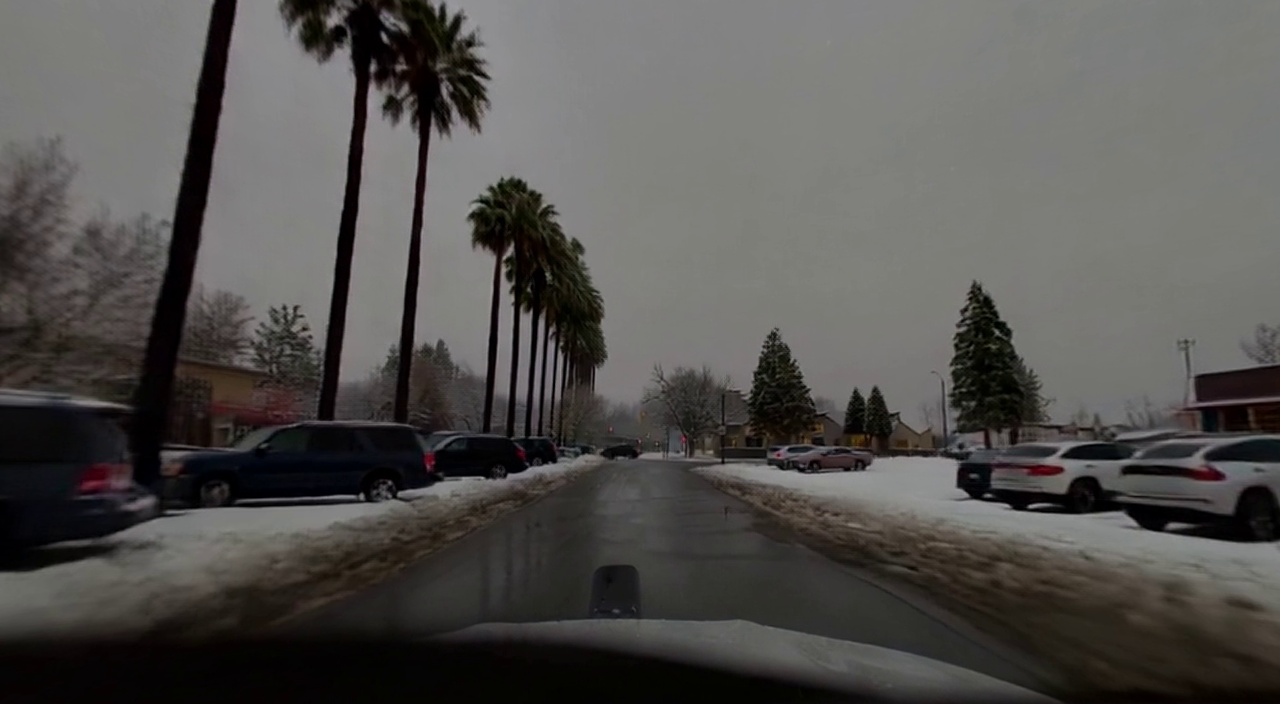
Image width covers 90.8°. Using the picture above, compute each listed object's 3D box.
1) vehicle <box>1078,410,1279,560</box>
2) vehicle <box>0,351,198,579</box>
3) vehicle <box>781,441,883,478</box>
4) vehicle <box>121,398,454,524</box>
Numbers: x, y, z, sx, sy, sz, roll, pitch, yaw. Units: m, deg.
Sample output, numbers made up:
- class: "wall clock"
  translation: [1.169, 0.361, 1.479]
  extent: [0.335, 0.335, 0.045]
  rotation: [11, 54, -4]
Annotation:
- class: "vehicle"
  translation: [9.540, 1.950, 9.865]
  extent: [4.916, 1.814, 2.232]
  rotation: [4, -10, -27]
- class: "vehicle"
  translation: [-6.521, 0.973, 5.387]
  extent: [4.302, 1.804, 2.060]
  rotation: [5, -12, -32]
- class: "vehicle"
  translation: [9.686, 5.448, 31.898]
  extent: [4.758, 1.759, 2.068]
  rotation: [5, -12, -27]
- class: "vehicle"
  translation: [-6.063, 1.914, 11.363]
  extent: [4.763, 1.801, 2.013]
  rotation: [6, -11, -34]
